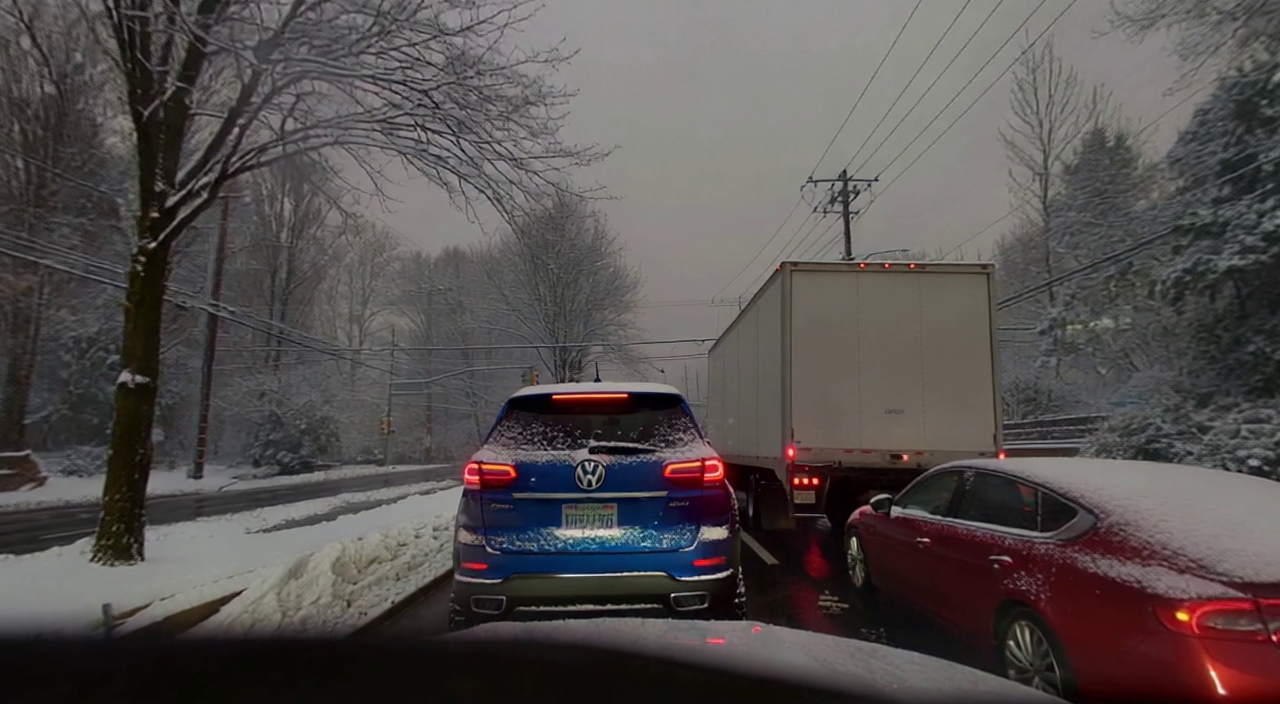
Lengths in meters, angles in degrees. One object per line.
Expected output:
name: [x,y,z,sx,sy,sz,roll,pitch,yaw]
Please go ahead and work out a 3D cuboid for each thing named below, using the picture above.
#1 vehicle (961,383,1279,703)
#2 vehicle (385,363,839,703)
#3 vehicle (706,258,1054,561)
vehicle: [2.831,0.743,1.192,1.971,1.484,4.728,0,-8,0]
vehicle: [-0.127,1.224,5.135,2.114,1.732,4.230,0,-8,0]
vehicle: [3.229,1.254,11.817,2.915,3.559,8.848,0,-8,0]
